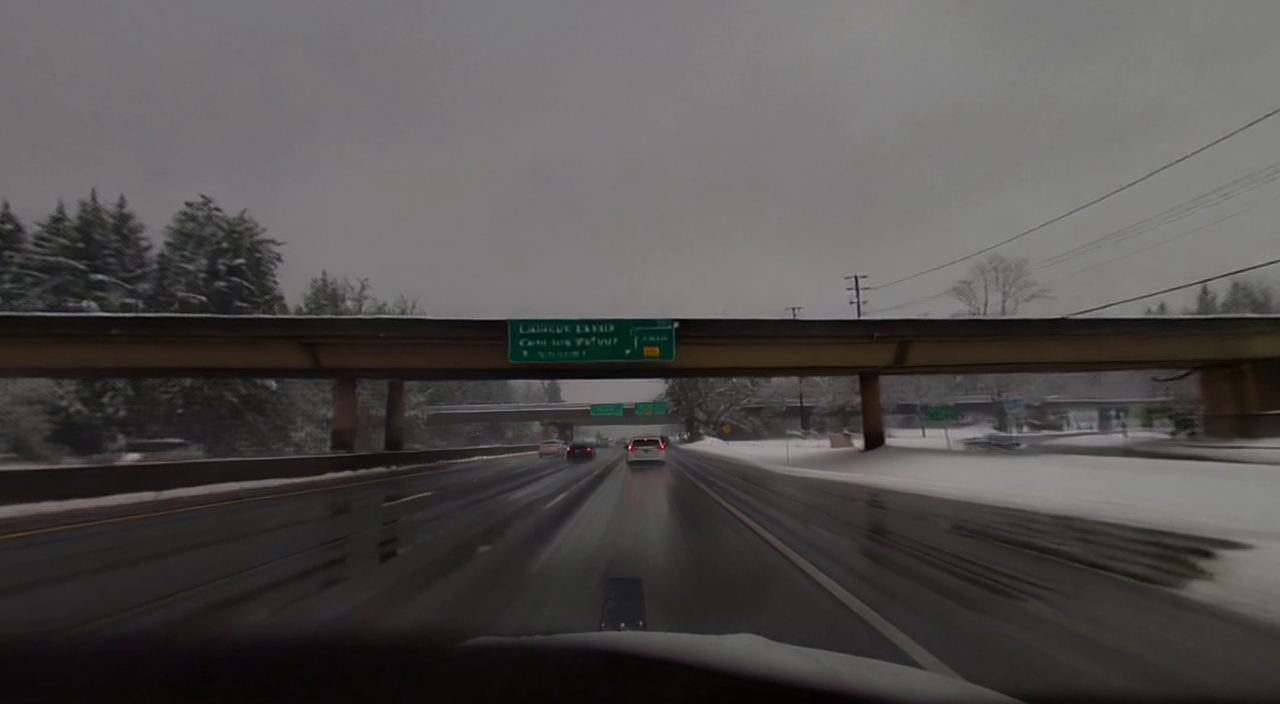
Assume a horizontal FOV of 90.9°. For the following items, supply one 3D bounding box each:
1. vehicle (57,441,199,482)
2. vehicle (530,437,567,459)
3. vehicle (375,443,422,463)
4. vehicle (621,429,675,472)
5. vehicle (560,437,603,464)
[{"bbox_3d":[-21.309,4.536,26.572,1.912,1.545,4.794,0,-8,1],"label":"vehicle"},{"bbox_3d":[-7.206,7.578,49.990,2.139,1.653,4.614,0,-8,2],"label":"vehicle"},{"bbox_3d":[-17.728,7.416,46.500,1.760,1.433,4.294,0,-8,1],"label":"vehicle"},{"bbox_3d":[0.290,4.222,27.125,2.152,1.697,4.066,0,-8,0],"label":"vehicle"},{"bbox_3d":[-3.363,5.773,37.125,2.056,1.464,4.564,0,-8,1],"label":"vehicle"}]
